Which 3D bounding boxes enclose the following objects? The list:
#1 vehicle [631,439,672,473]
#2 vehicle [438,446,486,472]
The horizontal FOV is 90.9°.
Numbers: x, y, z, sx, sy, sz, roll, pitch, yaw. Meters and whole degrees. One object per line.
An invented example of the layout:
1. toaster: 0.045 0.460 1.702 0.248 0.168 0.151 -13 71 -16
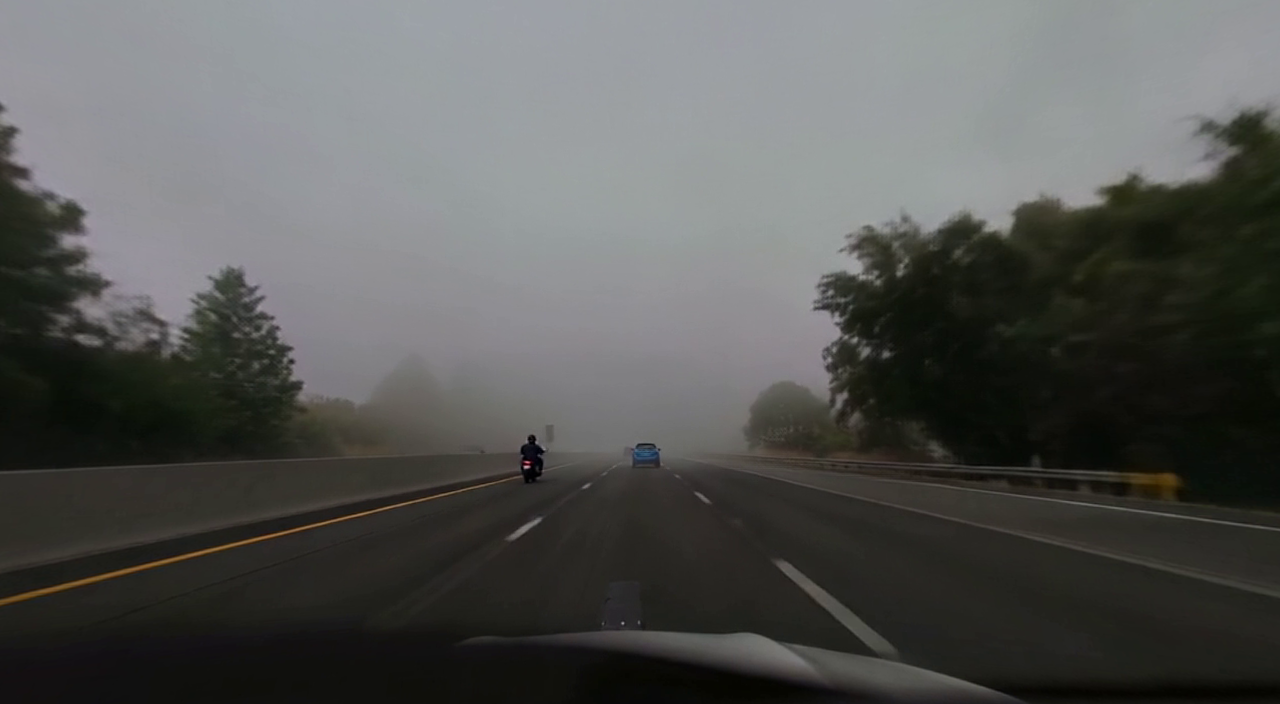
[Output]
1. vehicle: 0.635 6.059 36.722 2.247 1.825 4.036 0 -9 1
2. vehicle: -11.523 6.935 41.164 1.876 1.573 4.200 0 -9 1
